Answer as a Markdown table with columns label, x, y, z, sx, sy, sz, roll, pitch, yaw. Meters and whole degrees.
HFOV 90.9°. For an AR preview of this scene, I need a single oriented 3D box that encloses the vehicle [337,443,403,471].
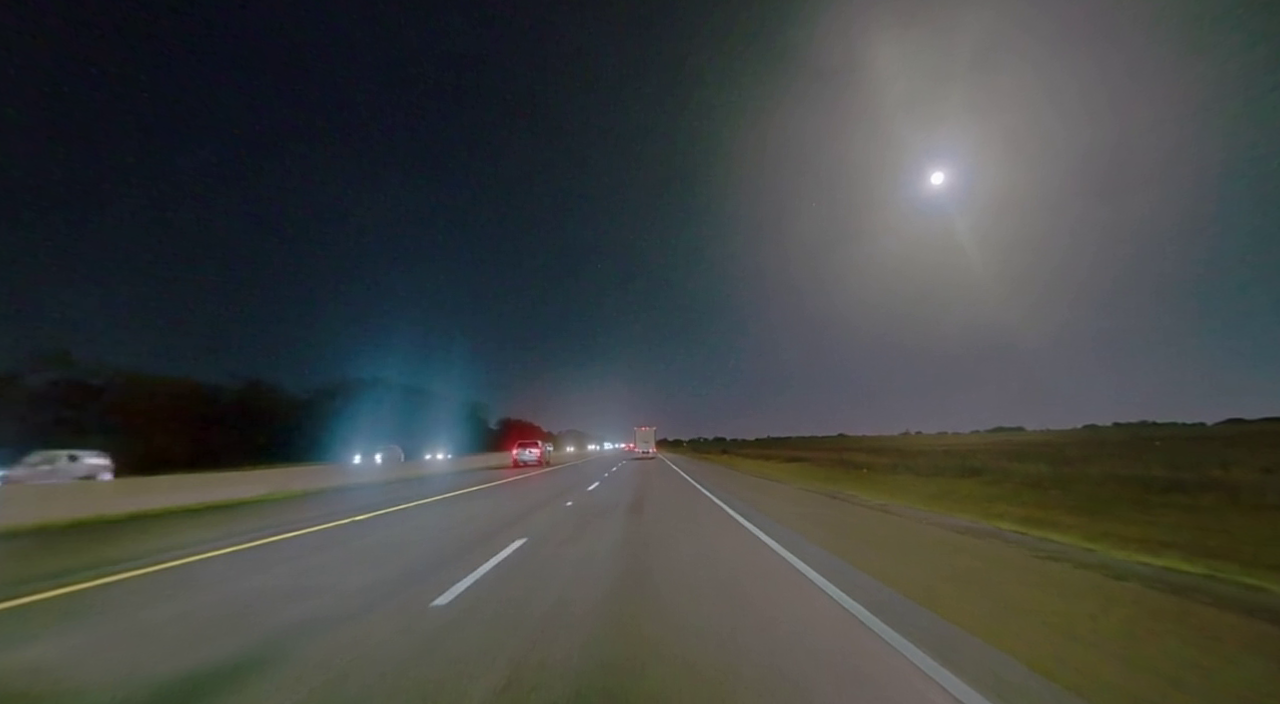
| label | x | y | z | sx | sy | sz | roll | pitch | yaw |
| --- | --- | --- | --- | --- | --- | --- | --- | --- | --- |
| vehicle | -20.254 | 7.873 | 47.656 | 2.240 | 1.947 | 6.057 | -1 | -8 | 1 |

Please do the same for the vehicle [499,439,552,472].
| label | x | y | z | sx | sy | sz | roll | pitch | yaw |
| --- | --- | --- | --- | --- | --- | --- | --- | --- | --- |
| vehicle | -6.899 | 6.300 | 38.605 | 2.193 | 1.866 | 4.807 | 0 | -8 | 2 |
